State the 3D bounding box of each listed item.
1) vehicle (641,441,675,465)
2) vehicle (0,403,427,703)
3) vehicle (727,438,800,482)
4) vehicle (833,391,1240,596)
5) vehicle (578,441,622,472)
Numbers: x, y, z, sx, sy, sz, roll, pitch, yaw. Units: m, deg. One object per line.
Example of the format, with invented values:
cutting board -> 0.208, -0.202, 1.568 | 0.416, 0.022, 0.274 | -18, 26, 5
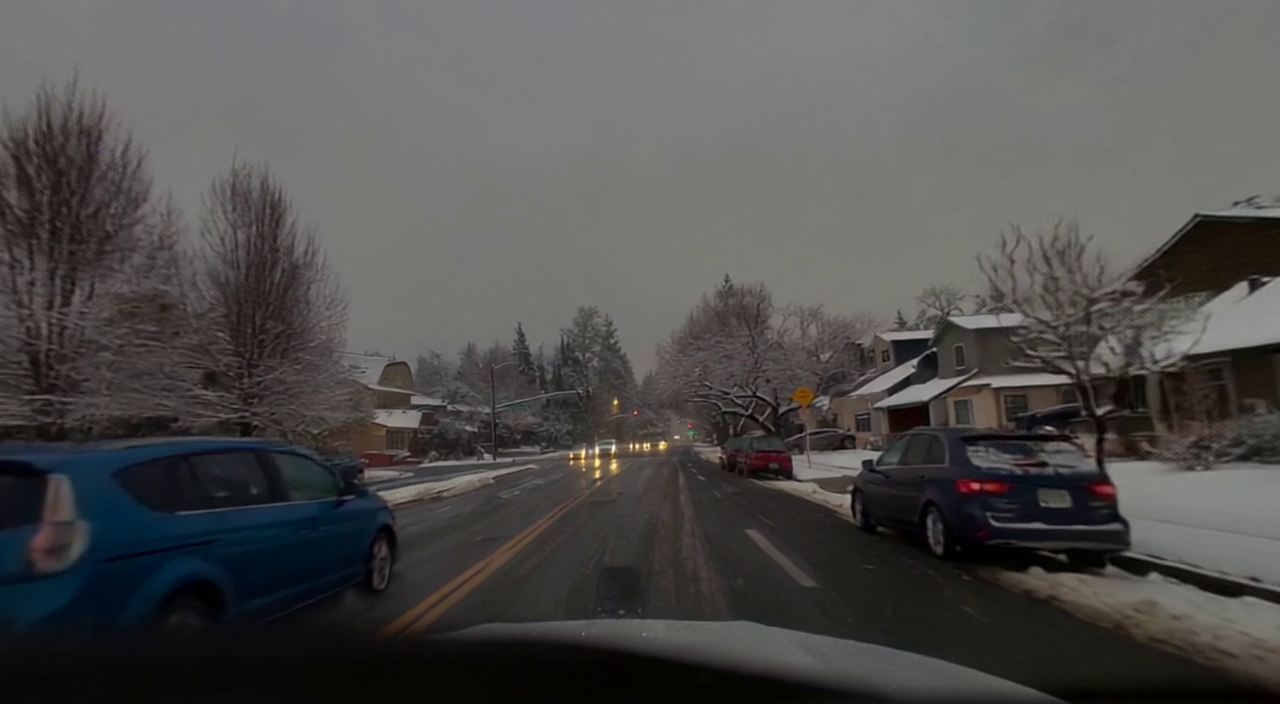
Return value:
vehicle -> 1.166, 6.685, 41.827 | 2.081, 1.475, 4.361 | 0, -8, 1
vehicle -> -3.328, 1.255, 4.337 | 2.069, 1.510, 4.325 | -1, -8, 2
vehicle -> 4.549, 4.052, 23.910 | 1.964, 1.485, 4.454 | 0, -8, 1
vehicle -> 4.176, 1.573, 7.851 | 2.069, 1.780, 4.480 | 0, -8, -1
vehicle -> -2.042, 5.530, 33.729 | 1.986, 1.508, 4.261 | -1, -8, 1
